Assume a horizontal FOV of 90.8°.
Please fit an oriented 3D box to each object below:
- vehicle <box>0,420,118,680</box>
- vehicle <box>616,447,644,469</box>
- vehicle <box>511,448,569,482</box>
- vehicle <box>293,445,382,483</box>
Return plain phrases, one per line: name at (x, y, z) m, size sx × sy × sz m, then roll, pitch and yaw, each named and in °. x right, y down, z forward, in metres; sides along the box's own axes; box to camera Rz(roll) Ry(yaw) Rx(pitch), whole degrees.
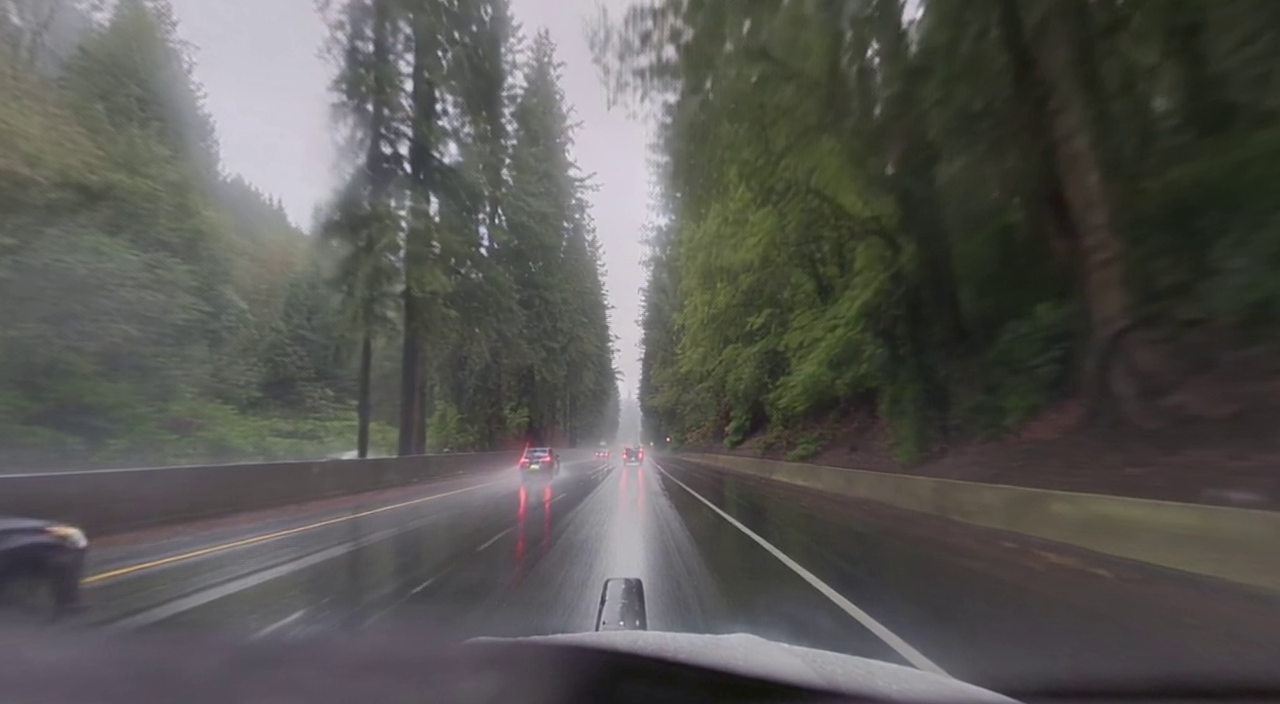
vehicle at (-4.687, 0.955, 2.305) m, size 1.838 × 1.508 × 4.317 m, roll 0°, pitch -9°, yaw 0°
vehicle at (-0.820, 8.215, 48.859) m, size 2.070 × 1.603 × 4.806 m, roll 0°, pitch -9°, yaw -2°
vehicle at (-4.706, 5.360, 30.260) m, size 2.052 × 1.468 × 4.390 m, roll 0°, pitch -9°, yaw 0°
vehicle at (-13.071, 4.857, 27.595) m, size 1.741 × 1.507 × 4.346 m, roll 0°, pitch -9°, yaw 0°
